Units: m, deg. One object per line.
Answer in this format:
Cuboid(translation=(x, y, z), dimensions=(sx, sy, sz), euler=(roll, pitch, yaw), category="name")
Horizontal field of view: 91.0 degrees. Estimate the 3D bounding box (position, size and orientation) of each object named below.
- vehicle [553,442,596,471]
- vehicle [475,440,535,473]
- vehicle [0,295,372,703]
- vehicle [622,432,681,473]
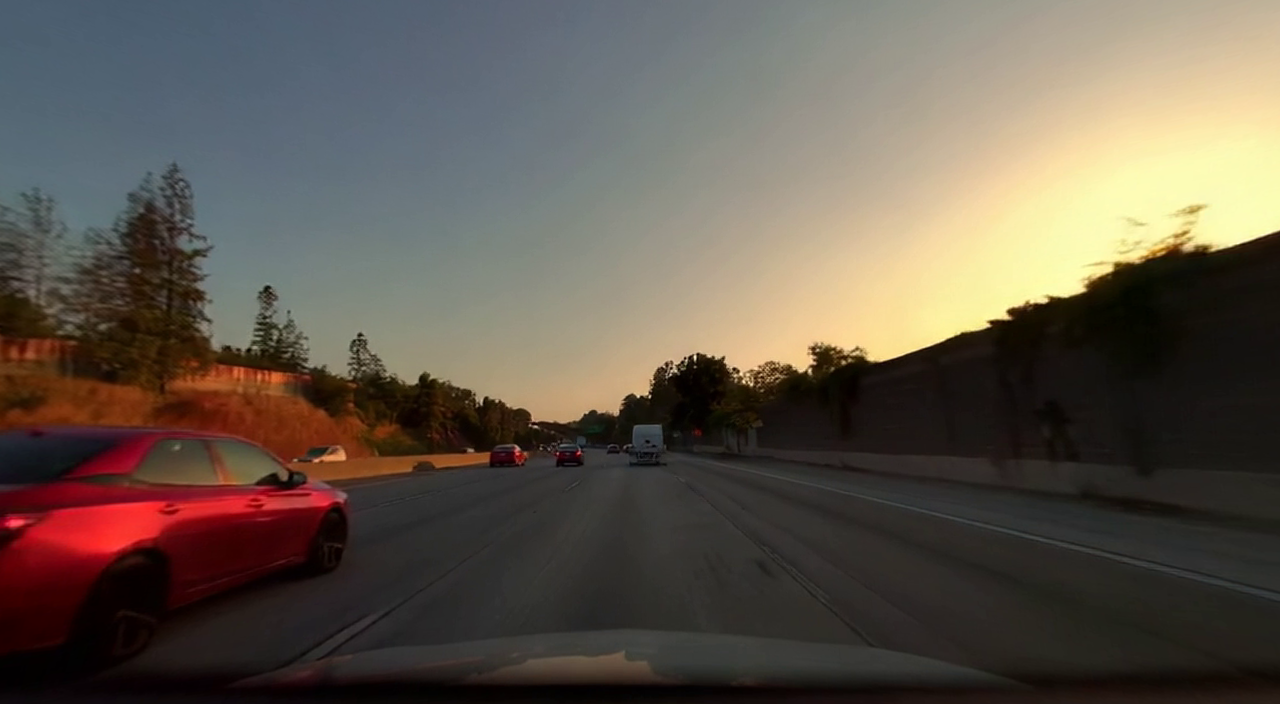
Cuboid(translation=(-3.662, 5.955, 36.036), dimensions=(2.000, 1.512, 4.371), euler=(0, -9, 0), category="vehicle")
Cuboid(translation=(-7.301, 5.682, 34.506), dimensions=(2.189, 1.673, 4.699), euler=(0, -9, 1), category="vehicle")
Cuboid(translation=(-4.351, 0.920, 4.373), dimensions=(2.368, 2.003, 5.844), euler=(0, -9, 0), category="vehicle")
Cuboid(translation=(0.539, 5.271, 33.174), dimensions=(2.856, 1.994, 4.931), euler=(0, -9, 0), category="vehicle")
